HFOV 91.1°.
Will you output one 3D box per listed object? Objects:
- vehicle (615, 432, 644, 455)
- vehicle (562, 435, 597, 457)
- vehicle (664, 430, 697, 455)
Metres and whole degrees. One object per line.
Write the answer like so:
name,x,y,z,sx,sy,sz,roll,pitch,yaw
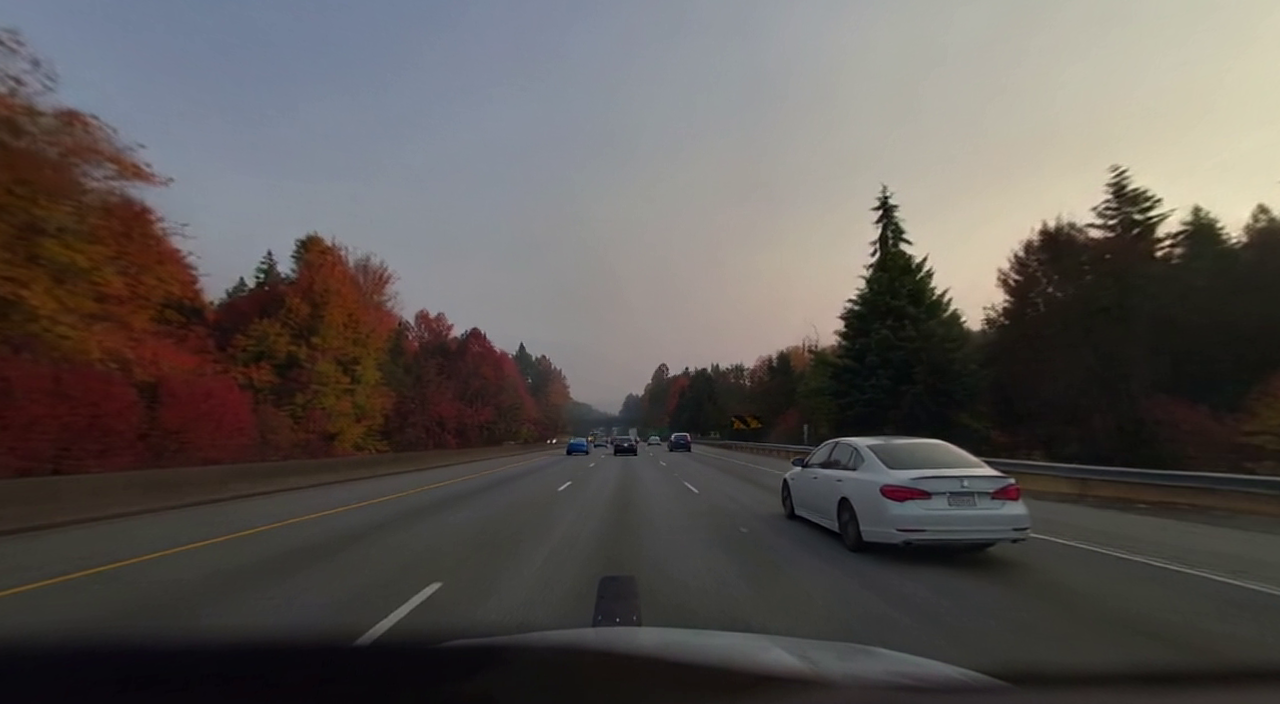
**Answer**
vehicle,-0.803,7.184,49.275,2.157,1.688,4.480,0,-8,0
vehicle,-4.267,6.668,44.773,2.103,1.507,4.367,0,-8,0
vehicle,3.066,6.923,48.228,2.055,1.786,4.157,0,-8,-2
